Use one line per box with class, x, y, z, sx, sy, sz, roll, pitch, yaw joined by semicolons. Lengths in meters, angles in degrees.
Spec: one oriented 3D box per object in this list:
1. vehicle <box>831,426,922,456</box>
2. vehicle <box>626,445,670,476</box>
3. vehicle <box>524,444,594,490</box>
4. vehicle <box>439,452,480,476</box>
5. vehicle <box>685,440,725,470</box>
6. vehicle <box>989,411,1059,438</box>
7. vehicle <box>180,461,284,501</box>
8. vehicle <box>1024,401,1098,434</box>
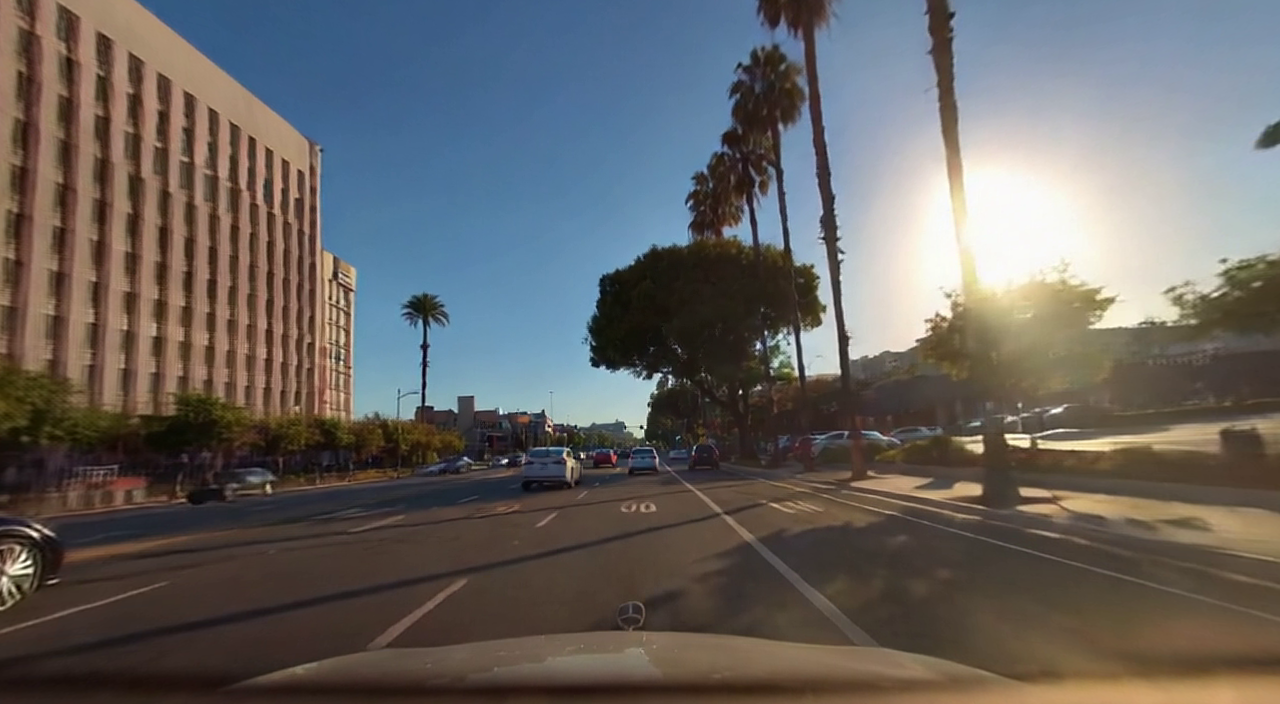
vehicle;12.943;4.849;34.432;4.749;1.457;1.806;3;-11;-28
vehicle;0.390;5.616;32.830;2.147;1.507;3.953;-1;-9;0
vehicle;-2.862;4.186;23.244;1.908;1.505;4.369;-1;-9;2
vehicle;-13.869;8.609;48.632;1.841;1.697;4.289;-1;-9;1
vehicle;4.201;6.744;41.397;2.108;1.785;4.334;0;-9;0
vehicle;23.546;4.468;38.580;4.576;1.511;1.801;5;-10;-34
vehicle;-20.692;6.525;32.243;2.016;1.754;4.826;-1;-9;1
vehicle;23.728;3.748;35.485;4.448;1.701;1.954;6;-11;-36
